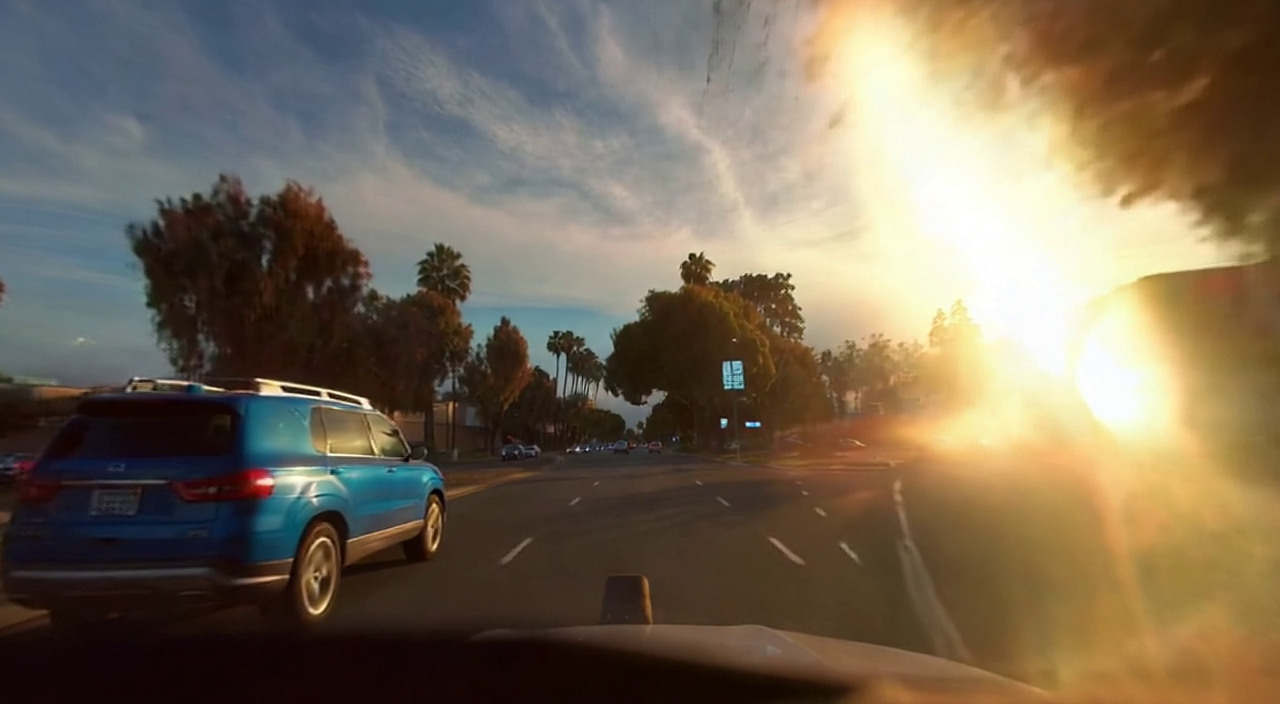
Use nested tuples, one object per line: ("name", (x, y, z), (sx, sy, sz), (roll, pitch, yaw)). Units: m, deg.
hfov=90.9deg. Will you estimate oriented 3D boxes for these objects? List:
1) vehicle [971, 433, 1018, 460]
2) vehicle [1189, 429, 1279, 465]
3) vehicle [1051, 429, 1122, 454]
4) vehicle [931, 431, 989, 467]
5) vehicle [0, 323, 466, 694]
("vehicle", (25.882, 6.930, 46.158), (2.162, 1.806, 5.704), (-4, -9, 22))
("vehicle", (31.232, 4.744, 31.570), (5.891, 1.671, 2.332), (1, -9, -11))
("vehicle", (34.813, 6.955, 49.120), (4.722, 1.906, 1.898), (2, -9, -18))
("vehicle", (17.227, 5.250, 34.151), (2.180, 1.808, 4.462), (-3, -9, 20))
("vehicle", (-3.304, 1.149, 5.712), (2.152, 1.987, 4.527), (0, -8, 0))
